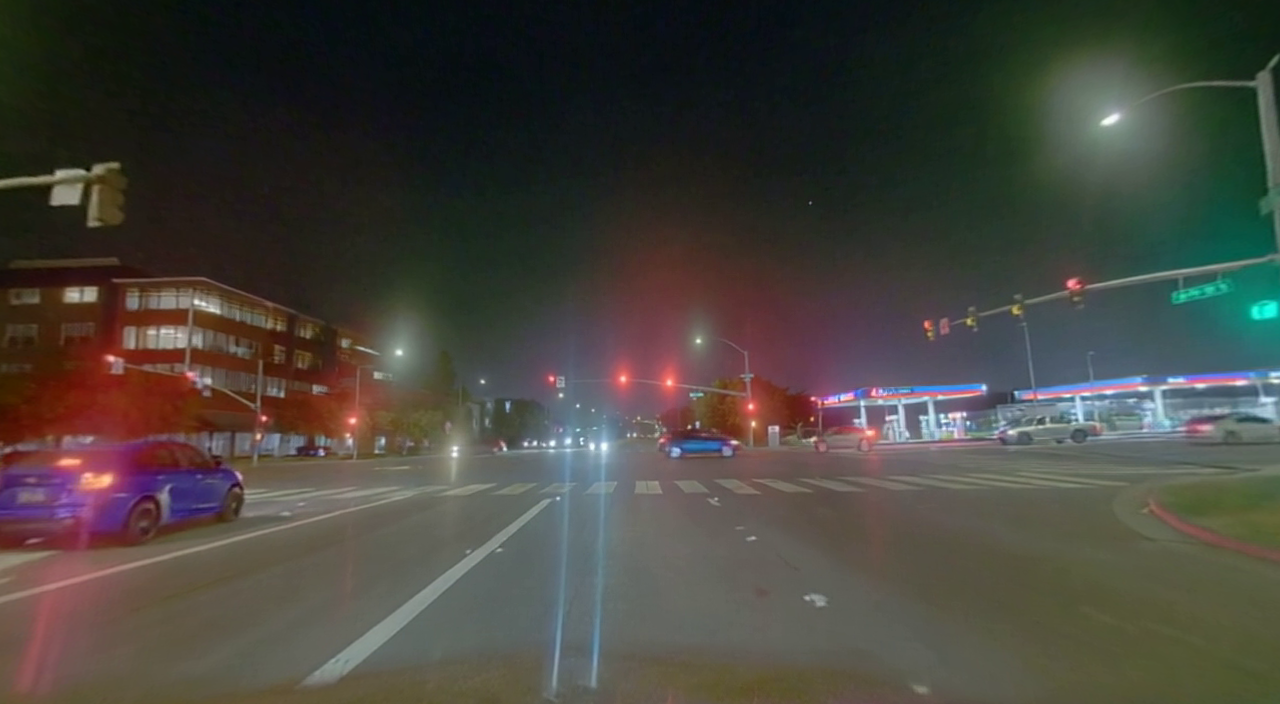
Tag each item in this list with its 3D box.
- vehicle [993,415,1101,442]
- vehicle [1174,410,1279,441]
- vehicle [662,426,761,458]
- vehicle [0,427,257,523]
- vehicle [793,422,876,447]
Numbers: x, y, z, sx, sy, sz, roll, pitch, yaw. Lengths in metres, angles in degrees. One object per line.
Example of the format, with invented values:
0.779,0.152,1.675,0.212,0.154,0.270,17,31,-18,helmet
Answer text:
22.879,4.332,35.512,4.696,1.483,1.898,-1,-8,2,vehicle
28.784,3.551,30.104,4.647,1.428,1.825,-1,-8,4,vehicle
3.581,4.595,31.983,4.775,1.466,1.850,-2,-8,4,vehicle
-9.858,2.238,12.116,1.899,1.460,4.880,0,-8,0,vehicle
15.020,6.419,48.899,5.789,1.893,2.169,-1,-8,4,vehicle
